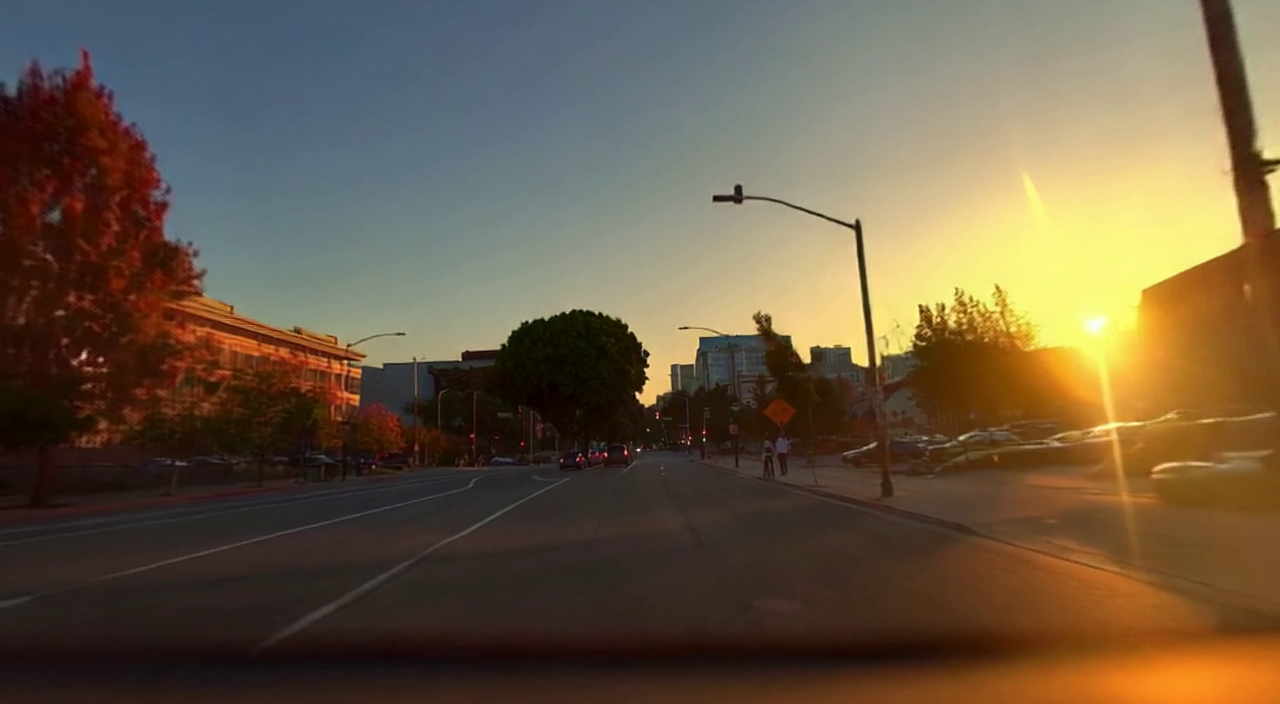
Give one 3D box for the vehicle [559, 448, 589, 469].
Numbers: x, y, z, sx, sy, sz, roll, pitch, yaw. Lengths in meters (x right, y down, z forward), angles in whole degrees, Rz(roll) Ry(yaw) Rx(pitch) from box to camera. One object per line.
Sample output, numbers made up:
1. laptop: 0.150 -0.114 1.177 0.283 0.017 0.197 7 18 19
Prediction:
1. vehicle: -5.105 8.243 49.120 1.889 1.572 3.599 0 -8 1
